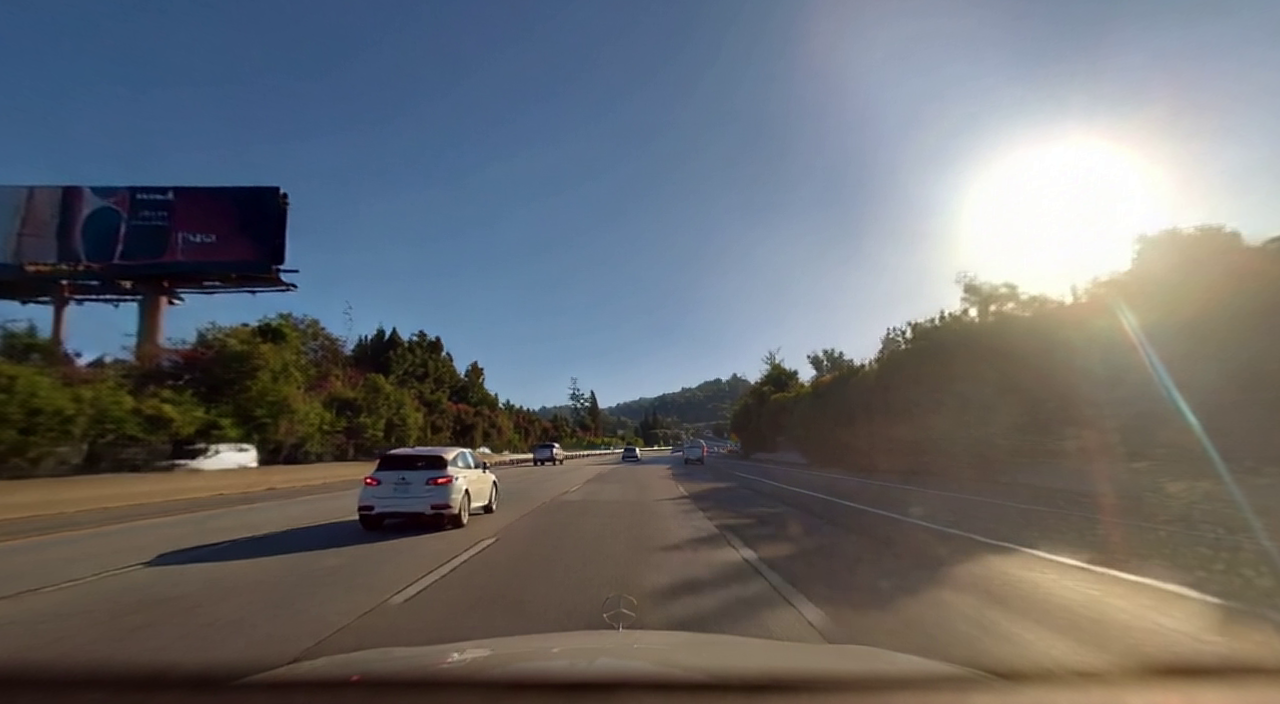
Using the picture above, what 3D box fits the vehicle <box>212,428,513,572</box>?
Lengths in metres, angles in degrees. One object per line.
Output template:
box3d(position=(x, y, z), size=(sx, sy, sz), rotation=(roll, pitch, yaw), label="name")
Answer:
box3d(position=(-3.355, 1.894, 8.889), size=(2.192, 1.482, 4.454), rotation=(0, -9, 0), label="vehicle")

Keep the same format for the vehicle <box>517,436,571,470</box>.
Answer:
box3d(position=(-6.197, 6.663, 41.748), size=(2.383, 2.048, 5.875), rotation=(0, -9, 3), label="vehicle")

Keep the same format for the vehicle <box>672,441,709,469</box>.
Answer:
box3d(position=(3.401, 7.123, 43.639), size=(2.211, 1.814, 4.404), rotation=(0, -9, 0), label="vehicle")
